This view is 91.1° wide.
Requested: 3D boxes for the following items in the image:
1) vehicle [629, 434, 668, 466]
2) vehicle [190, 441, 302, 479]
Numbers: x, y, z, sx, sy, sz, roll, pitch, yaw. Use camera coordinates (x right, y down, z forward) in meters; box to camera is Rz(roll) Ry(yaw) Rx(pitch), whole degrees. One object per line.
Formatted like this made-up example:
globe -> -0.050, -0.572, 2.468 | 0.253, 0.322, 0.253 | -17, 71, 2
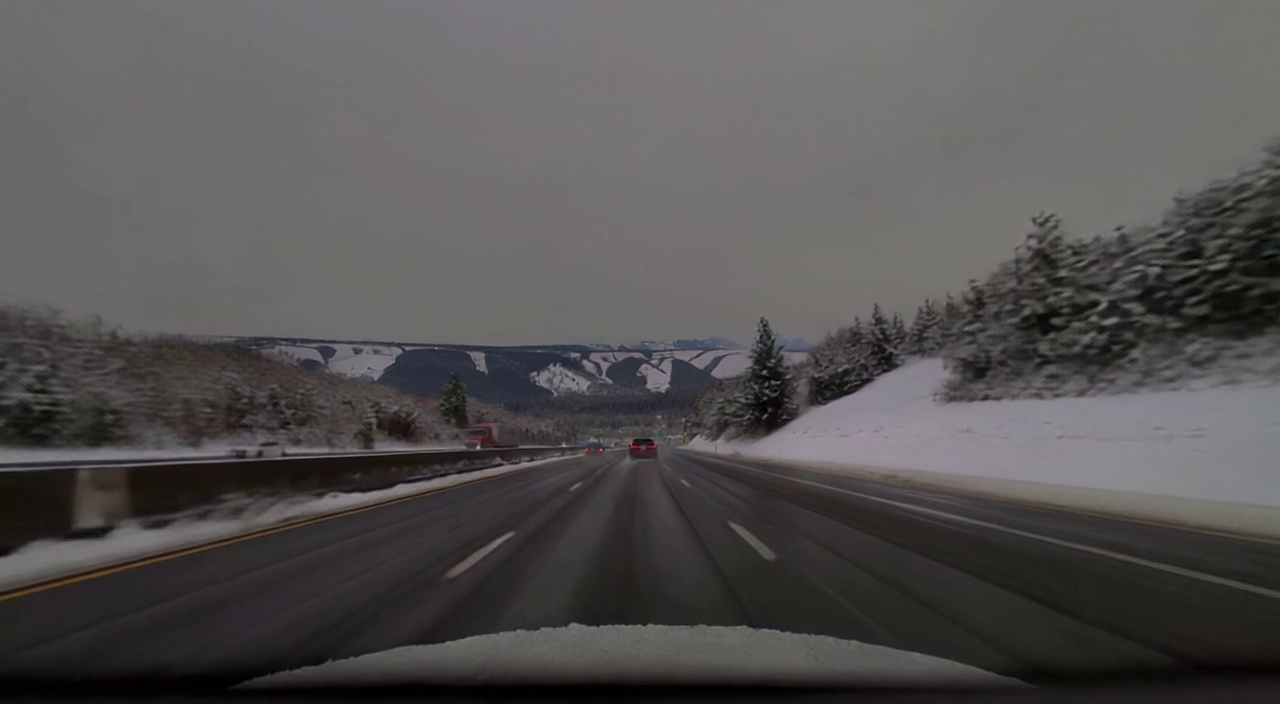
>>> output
vehicle -> 0.503, 6.122, 39.361 | 2.272, 1.836, 4.866 | 0, -8, 0
vehicle -> -17.675, 4.837, 28.507 | 1.939, 1.540, 4.874 | 0, -8, 0
